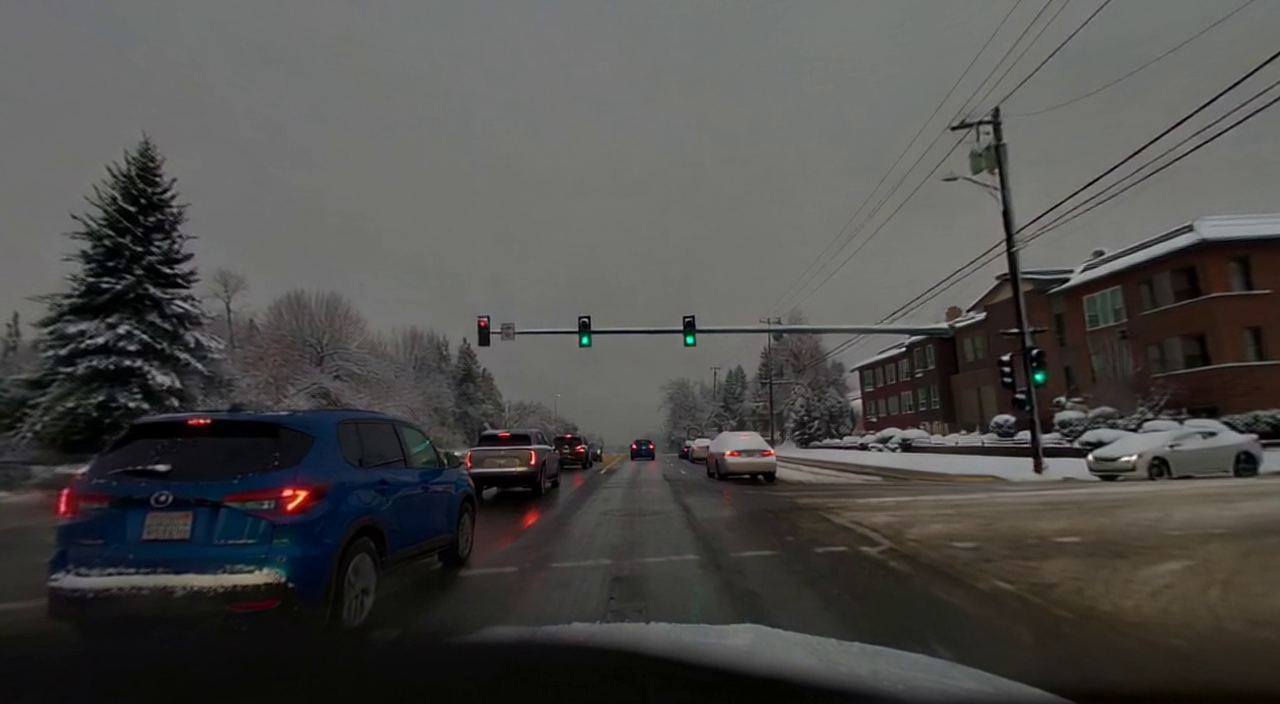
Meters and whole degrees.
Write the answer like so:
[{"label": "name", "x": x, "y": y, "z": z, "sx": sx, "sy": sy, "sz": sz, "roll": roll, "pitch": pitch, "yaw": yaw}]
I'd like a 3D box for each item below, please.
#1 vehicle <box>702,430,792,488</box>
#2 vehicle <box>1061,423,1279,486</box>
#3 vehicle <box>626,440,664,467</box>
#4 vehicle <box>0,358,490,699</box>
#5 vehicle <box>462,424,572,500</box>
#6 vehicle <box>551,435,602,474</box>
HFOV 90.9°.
[{"label": "vehicle", "x": 3.492, "y": 3.584, "z": 21.479, "sx": 2.201, "sy": 1.734, "sz": 4.564, "roll": 0, "pitch": -8, "yaw": -1}, {"label": "vehicle", "x": 14.323, "y": 2.789, "z": 17.234, "sx": 4.119, "sy": 1.574, "sz": 2.028, "roll": -2, "pitch": -9, "yaw": 13}, {"label": "vehicle", "x": 0.306, "y": 6.167, "z": 38.530, "sx": 2.185, "sy": 1.515, "sz": 4.215, "roll": 0, "pitch": -8, "yaw": 1}, {"label": "vehicle", "x": -2.960, "y": 1.229, "z": 5.489, "sx": 2.127, "sy": 1.754, "sz": 4.287, "roll": -1, "pitch": -8, "yaw": 2}, {"label": "vehicle", "x": -3.116, "y": 2.889, "z": 16.941, "sx": 1.958, "sy": 1.744, "sz": 4.315, "roll": -1, "pitch": -8, "yaw": 1}, {"label": "vehicle", "x": -2.938, "y": 4.846, "z": 29.955, "sx": 1.900, "sy": 1.677, "sz": 4.128, "roll": -1, "pitch": -8, "yaw": 1}]
